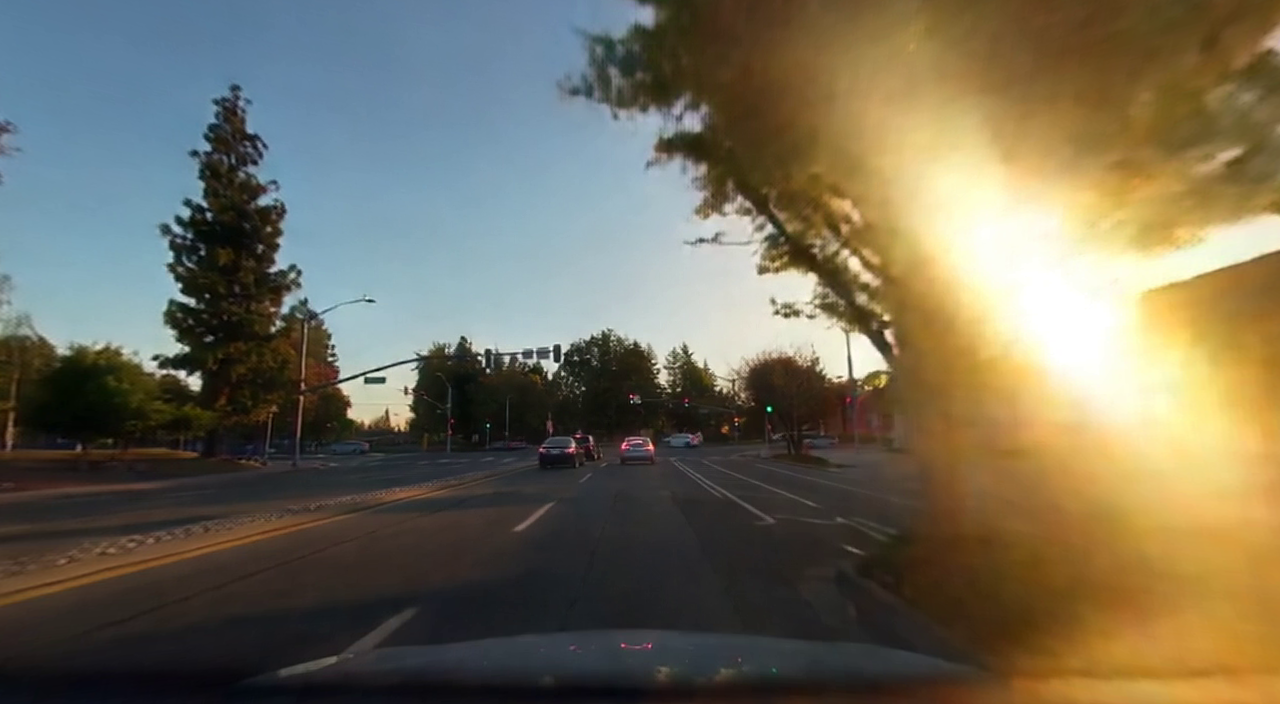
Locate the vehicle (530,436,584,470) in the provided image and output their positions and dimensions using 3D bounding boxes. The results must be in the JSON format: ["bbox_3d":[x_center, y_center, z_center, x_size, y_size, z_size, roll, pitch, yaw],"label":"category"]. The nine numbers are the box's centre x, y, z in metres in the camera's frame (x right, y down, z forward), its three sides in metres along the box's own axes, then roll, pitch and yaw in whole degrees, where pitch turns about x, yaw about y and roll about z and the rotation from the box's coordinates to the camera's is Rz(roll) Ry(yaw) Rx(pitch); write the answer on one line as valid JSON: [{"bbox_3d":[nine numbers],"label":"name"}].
[{"bbox_3d":[-3.874,4.800,30.205,1.942,1.497,4.561,0,-8,0],"label":"vehicle"}]

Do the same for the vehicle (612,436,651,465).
[{"bbox_3d":[-0.472,5.465,35.012,2.066,1.482,3.923,0,-8,-1],"label":"vehicle"}]
